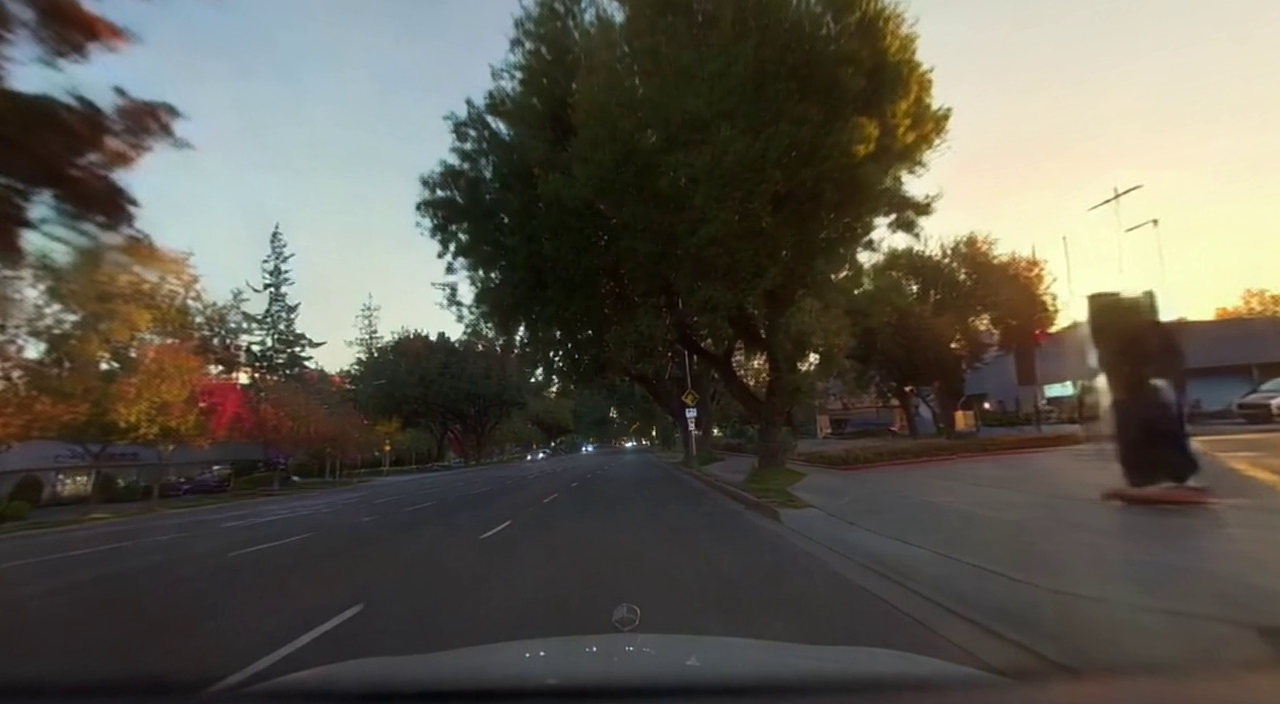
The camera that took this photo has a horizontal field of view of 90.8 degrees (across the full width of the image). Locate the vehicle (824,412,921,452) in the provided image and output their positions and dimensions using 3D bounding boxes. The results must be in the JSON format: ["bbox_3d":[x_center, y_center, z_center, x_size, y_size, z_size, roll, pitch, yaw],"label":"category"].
[{"bbox_3d":[12.566,4.467,34.564,1.939,1.753,4.974,5,-13,-23],"label":"vehicle"}]
